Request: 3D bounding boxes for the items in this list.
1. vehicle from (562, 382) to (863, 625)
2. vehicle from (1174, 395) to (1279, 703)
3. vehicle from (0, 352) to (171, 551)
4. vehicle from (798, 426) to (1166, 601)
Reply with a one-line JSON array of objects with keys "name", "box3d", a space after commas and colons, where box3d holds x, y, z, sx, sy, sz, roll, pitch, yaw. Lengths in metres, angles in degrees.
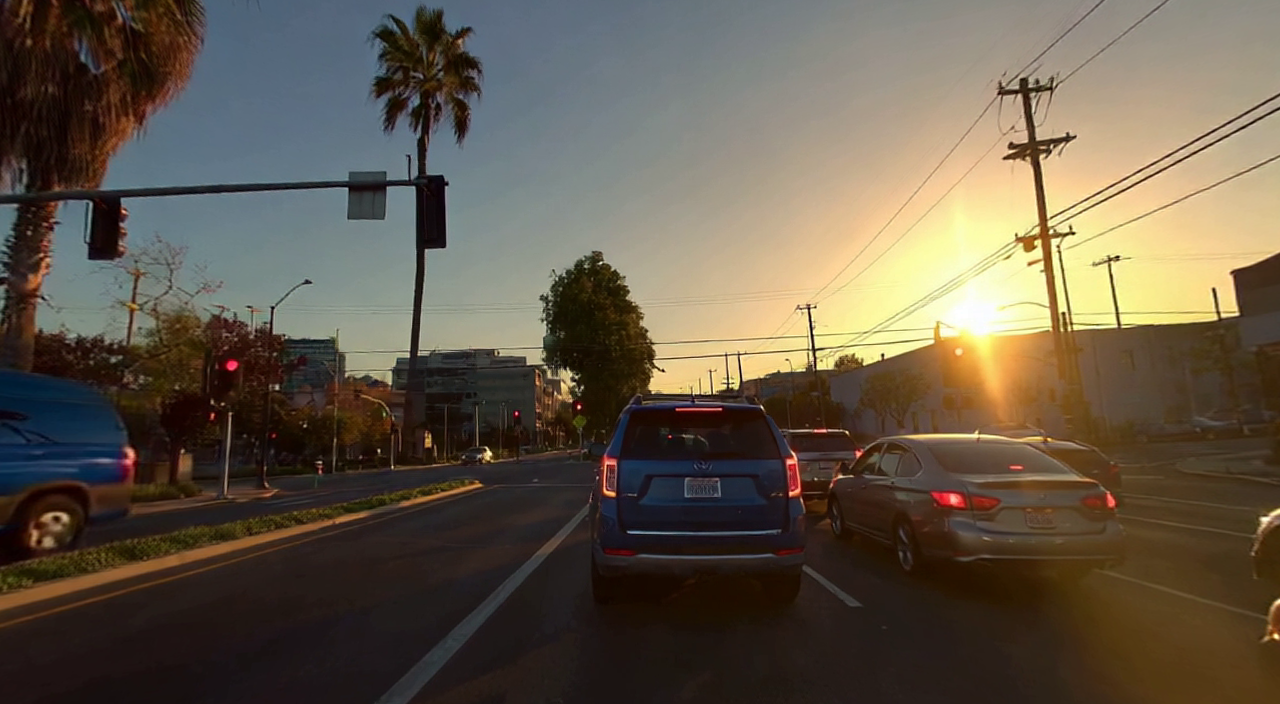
[{"name": "vehicle", "box3d": [0.459, 1.437, 6.885, 2.228, 1.780, 4.269, 0, -9, -2]}, {"name": "vehicle", "box3d": [3.358, 0.647, 0.662, 1.805, 1.485, 4.348, 0, -9, 1]}, {"name": "vehicle", "box3d": [-14.286, 1.696, 10.731, 2.973, 3.889, 11.535, -1, -9, 5]}, {"name": "vehicle", "box3d": [3.437, 1.687, 7.513, 1.895, 1.456, 4.255, 0, -9, -2]}]
